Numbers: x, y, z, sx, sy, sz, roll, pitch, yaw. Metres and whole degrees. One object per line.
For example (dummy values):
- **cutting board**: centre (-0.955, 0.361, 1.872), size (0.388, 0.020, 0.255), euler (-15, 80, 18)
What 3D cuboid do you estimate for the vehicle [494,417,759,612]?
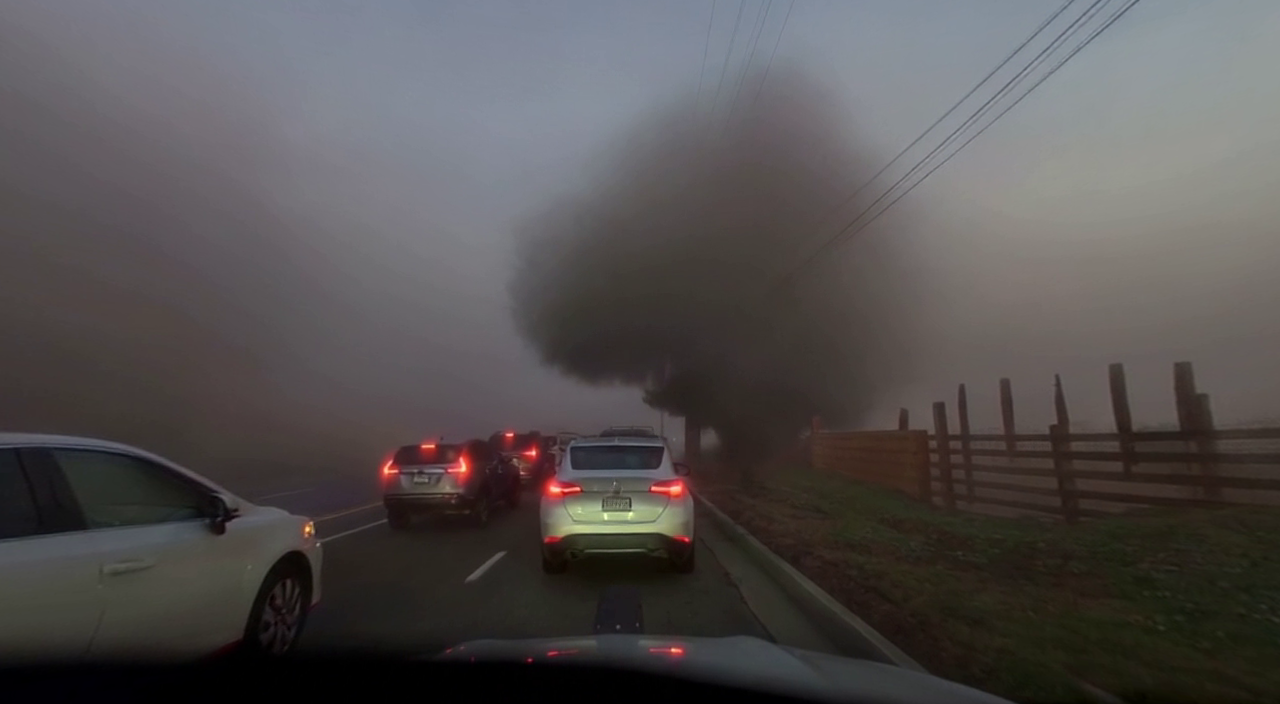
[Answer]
- **vehicle**: centre (-0.137, 1.522, 6.768), size (1.995, 1.460, 3.865), euler (0, -8, -1)

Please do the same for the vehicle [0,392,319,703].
- **vehicle**: centre (-3.167, 0.864, 1.859), size (1.980, 1.520, 4.636), euler (0, -8, 0)

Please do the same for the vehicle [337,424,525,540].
- **vehicle**: centre (-3.230, 2.064, 10.578), size (1.850, 1.582, 3.688), euler (0, -8, 0)
